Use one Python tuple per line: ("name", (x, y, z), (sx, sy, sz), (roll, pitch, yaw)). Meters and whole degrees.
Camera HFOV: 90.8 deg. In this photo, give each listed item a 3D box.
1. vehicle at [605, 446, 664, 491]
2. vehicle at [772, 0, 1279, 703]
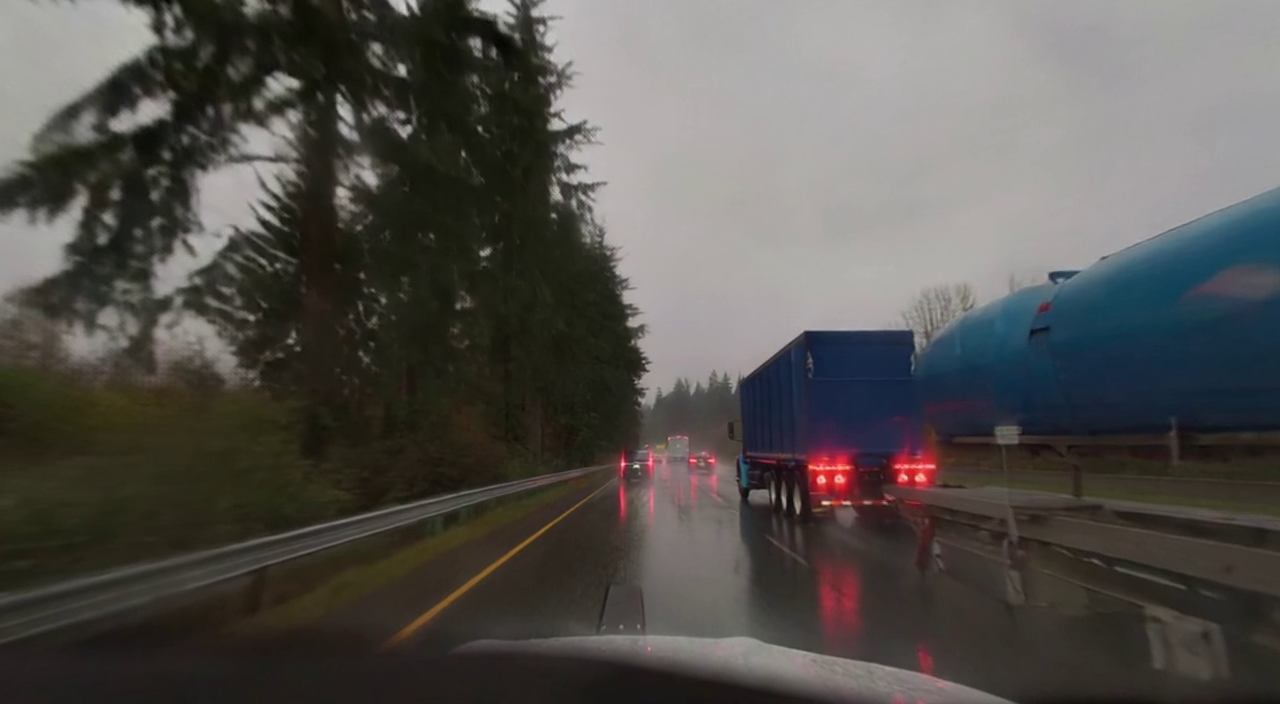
("vehicle", (-0.162, 4.220, 23.095), (2.003, 1.490, 3.636), (0, -9, 1))
("vehicle", (3.911, 0.559, 6.147), (2.694, 3.453, 11.641), (0, -9, 0))
